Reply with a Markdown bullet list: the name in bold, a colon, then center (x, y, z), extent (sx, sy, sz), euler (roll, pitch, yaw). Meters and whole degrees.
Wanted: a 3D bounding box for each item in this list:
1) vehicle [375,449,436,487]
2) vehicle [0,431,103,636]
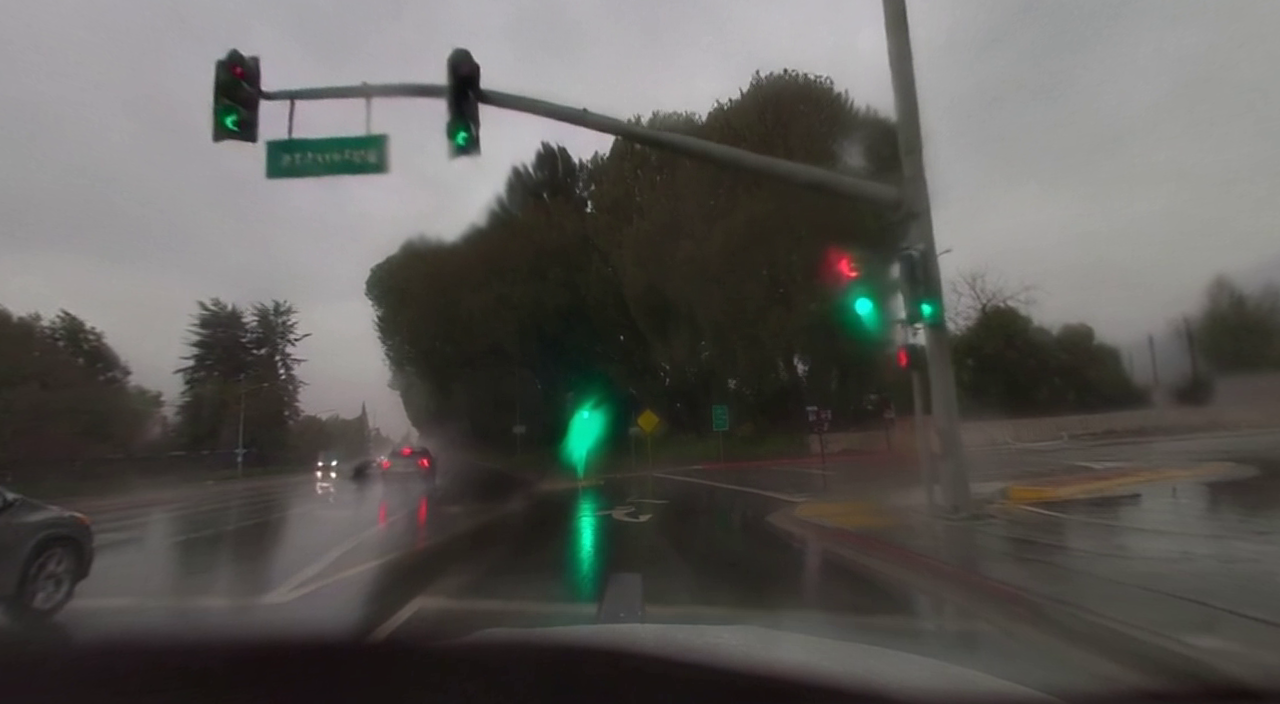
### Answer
- **vehicle**: center (-11.372, 5.617, 30.963), extent (2.134, 1.707, 4.471), euler (2, -9, -12)
- **vehicle**: center (-5.620, 1.187, 3.523), extent (1.936, 1.542, 4.336), euler (1, -9, -9)
